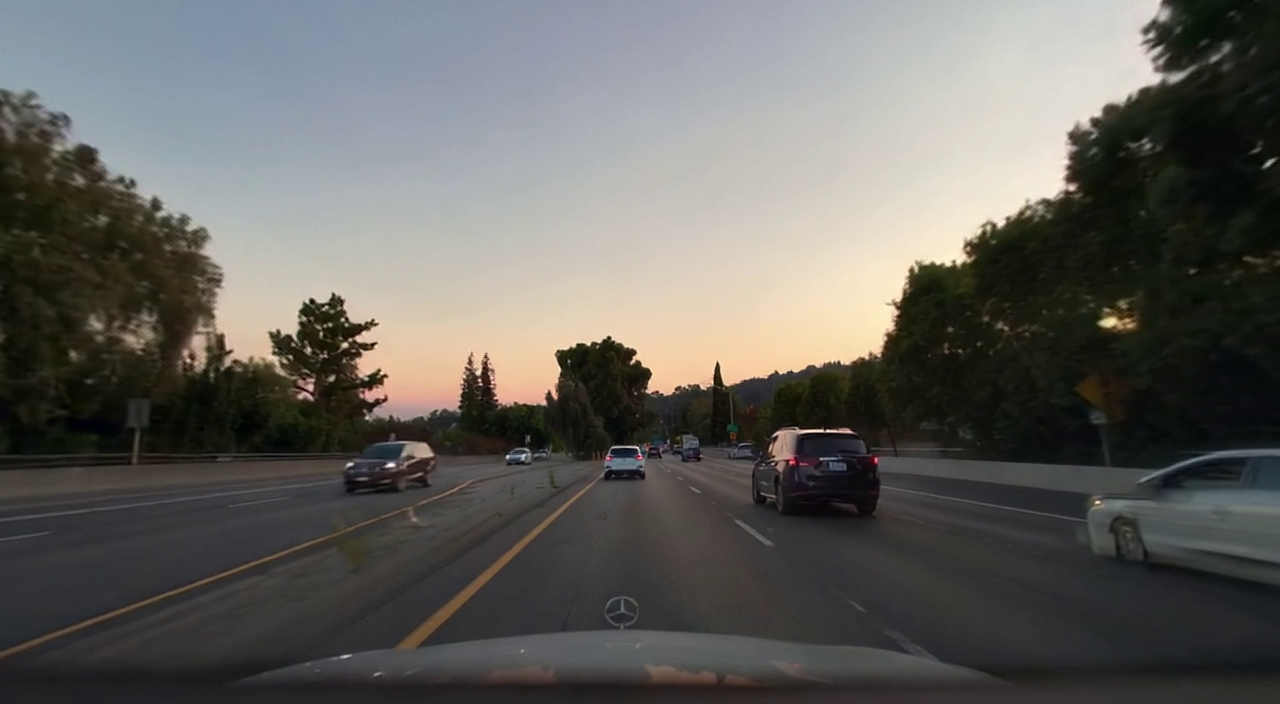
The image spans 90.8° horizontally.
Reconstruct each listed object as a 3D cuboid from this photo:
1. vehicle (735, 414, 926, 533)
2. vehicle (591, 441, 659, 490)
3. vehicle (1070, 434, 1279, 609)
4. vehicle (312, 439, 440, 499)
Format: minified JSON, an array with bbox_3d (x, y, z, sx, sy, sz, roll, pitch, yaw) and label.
[{"bbox_3d":[3.333,2.245,12.237,2.186,1.842,4.553,0,-9,-1],"label":"vehicle"},{"bbox_3d":[-0.452,3.714,20.955,2.040,1.451,3.736,0,-9,0],"label":"vehicle"},{"bbox_3d":[6.640,1.453,5.481,2.434,1.467,4.726,0,-9,-1],"label":"vehicle"},{"bbox_3d":[-7.571,3.393,18.696,2.011,1.536,4.411,0,-9,-2],"label":"vehicle"}]
